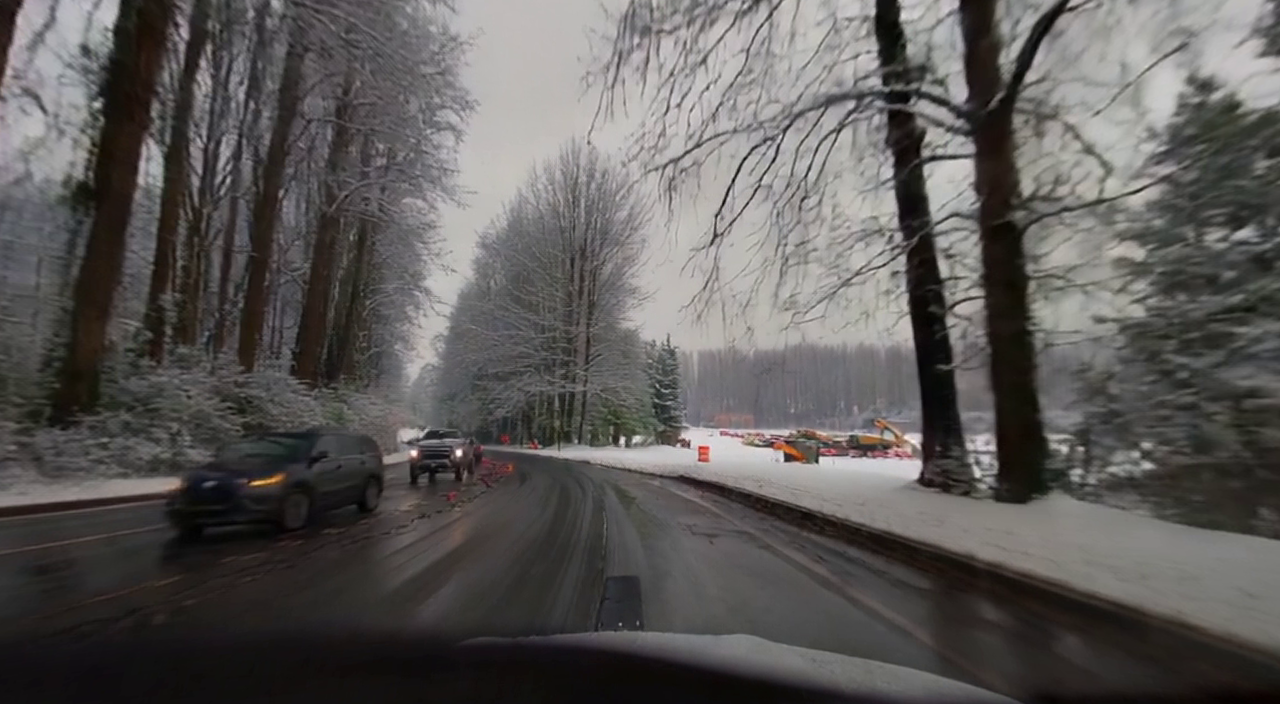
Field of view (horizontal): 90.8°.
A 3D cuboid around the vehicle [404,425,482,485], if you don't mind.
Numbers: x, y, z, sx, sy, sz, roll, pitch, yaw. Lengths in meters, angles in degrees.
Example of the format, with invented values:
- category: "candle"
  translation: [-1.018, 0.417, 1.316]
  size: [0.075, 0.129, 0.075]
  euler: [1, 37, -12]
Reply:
- category: "vehicle"
  translation: [-7.758, 4.076, 25.330]
  size: [2.260, 2.162, 4.555]
  euler: [1, -8, -9]

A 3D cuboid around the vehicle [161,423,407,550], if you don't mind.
- category: "vehicle"
  translation: [-6.069, 2.298, 11.580]
  size: [2.019, 1.840, 4.437]
  euler: [0, -8, -2]
